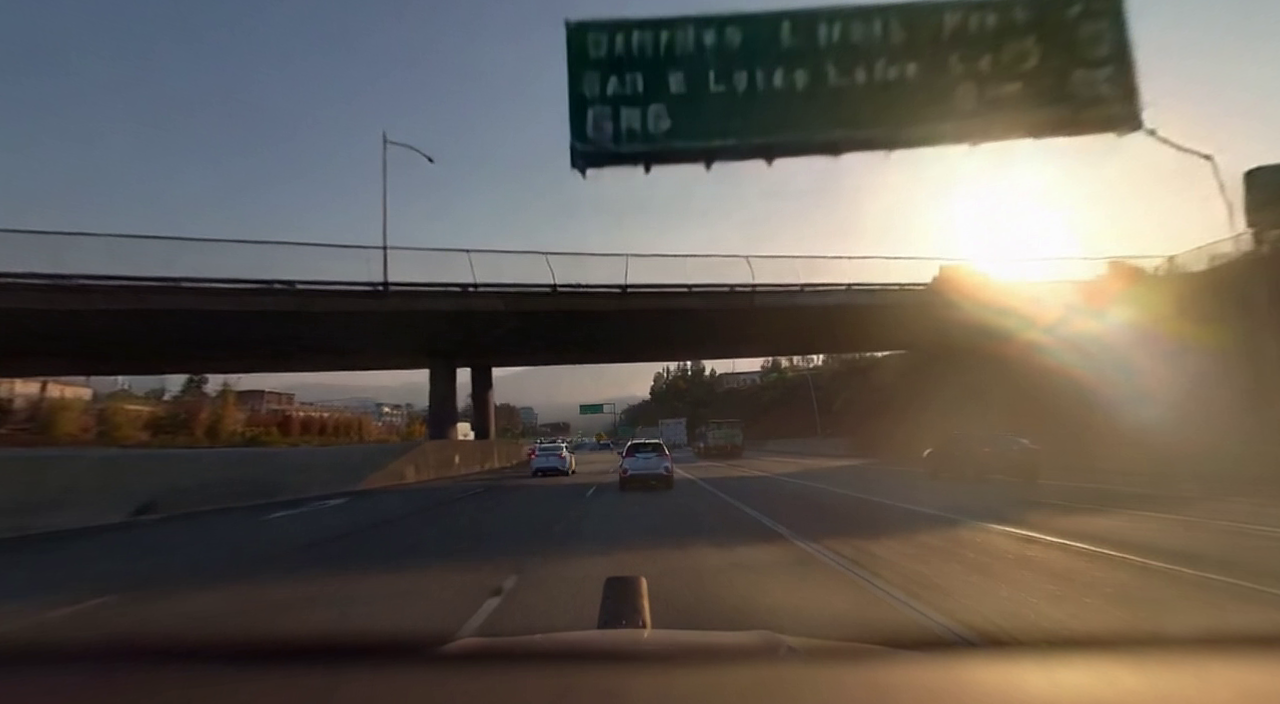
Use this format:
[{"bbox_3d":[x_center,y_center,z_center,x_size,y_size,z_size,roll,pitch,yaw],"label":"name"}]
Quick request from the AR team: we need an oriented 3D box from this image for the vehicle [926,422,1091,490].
[{"bbox_3d":[10.696,3.064,18.734,2.133,1.770,4.537,0,-8,0],"label":"vehicle"}]

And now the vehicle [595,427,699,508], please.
[{"bbox_3d":[0.134,2.663,14.921,2.099,1.640,4.134,0,-8,0],"label":"vehicle"}]

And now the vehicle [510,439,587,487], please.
[{"bbox_3d":[-3.112,3.882,22.394,2.011,1.510,4.698,0,-8,1],"label":"vehicle"}]
